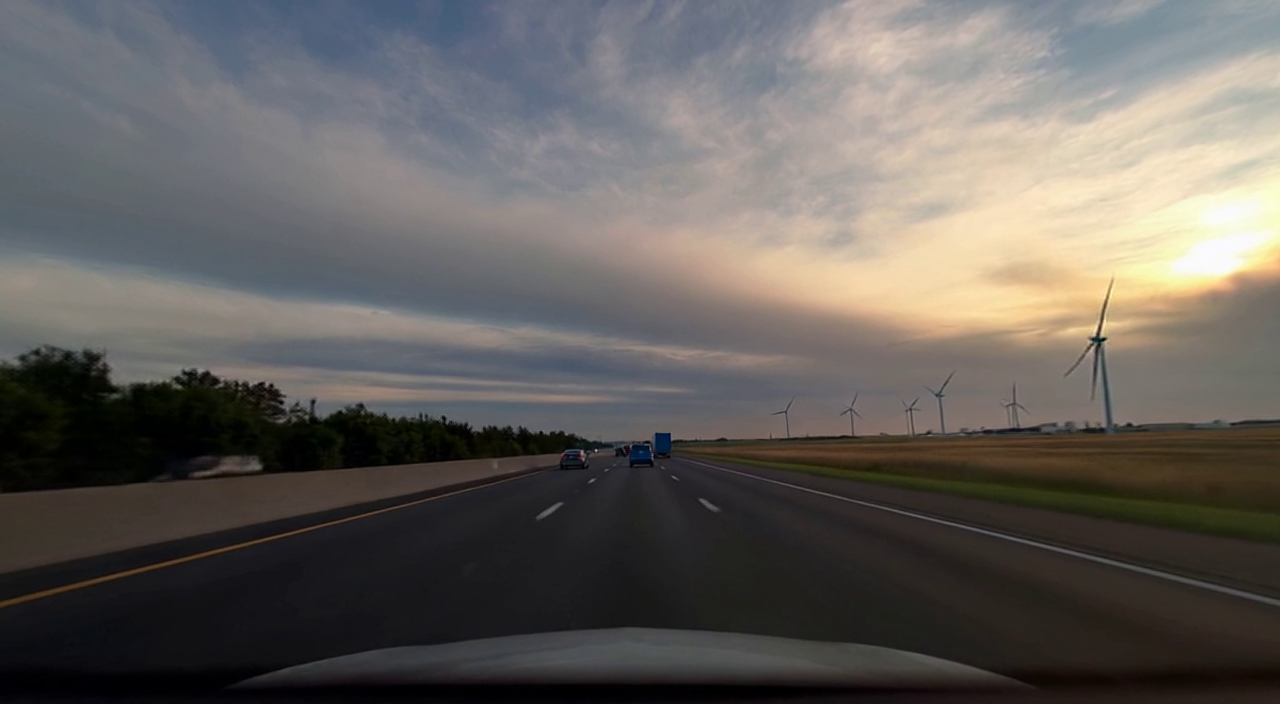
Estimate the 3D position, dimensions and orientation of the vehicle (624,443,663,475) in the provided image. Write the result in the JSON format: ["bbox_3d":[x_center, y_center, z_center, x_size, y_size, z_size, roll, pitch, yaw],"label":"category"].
[{"bbox_3d":[0.189,6.118,36.192,2.083,1.689,4.083,0,-9,0],"label":"vehicle"}]

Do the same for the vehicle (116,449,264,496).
[{"bbox_3d":[-18.745,5.017,26.720,2.110,1.747,5.663,0,-9,-1],"label":"vehicle"}]

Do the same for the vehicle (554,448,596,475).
[{"bbox_3d":[-3.752,6.392,37.030,1.984,1.491,4.341,0,-9,1],"label":"vehicle"}]
